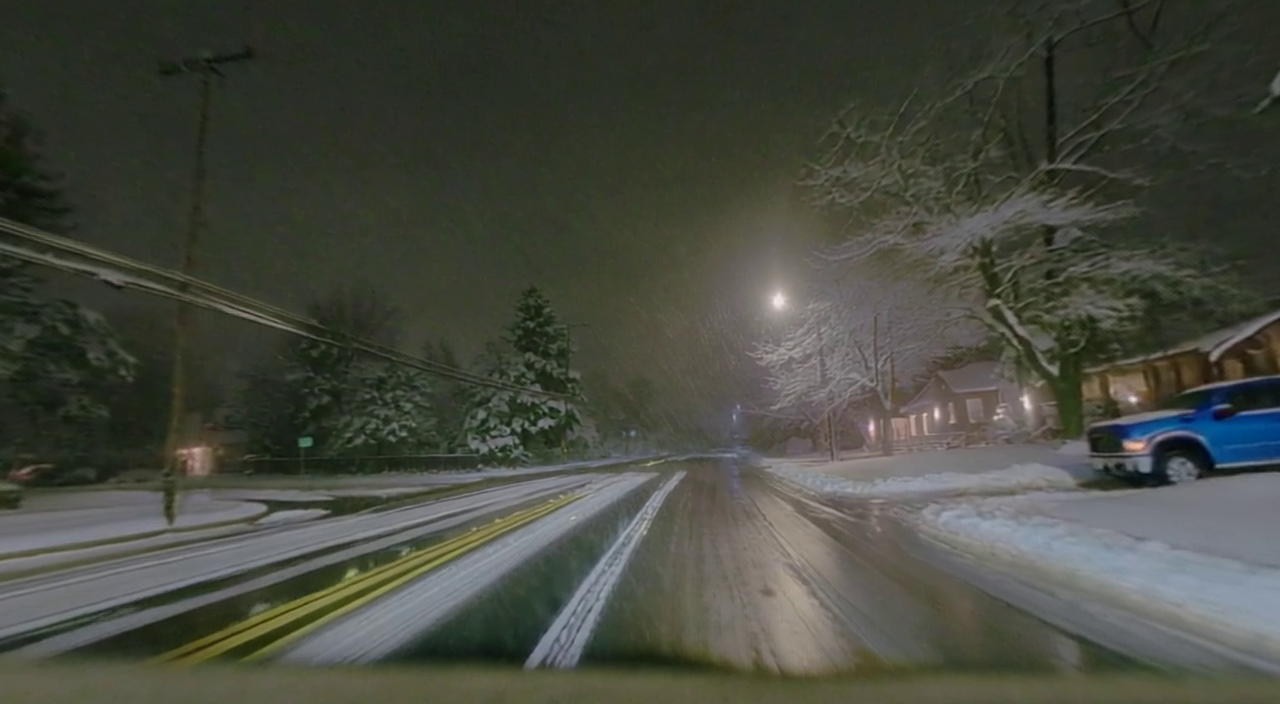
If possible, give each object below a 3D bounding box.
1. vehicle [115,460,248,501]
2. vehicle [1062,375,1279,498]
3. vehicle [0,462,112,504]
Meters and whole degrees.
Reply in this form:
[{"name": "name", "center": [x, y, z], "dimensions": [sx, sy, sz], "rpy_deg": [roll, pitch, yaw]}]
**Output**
[{"name": "vehicle", "center": [-19.106, 5.354, 26.373], "dimensions": [4.270, 1.481, 1.972], "rpy_deg": [-4, -9, 9]}, {"name": "vehicle", "center": [11.362, 1.343, 11.326], "dimensions": [5.704, 1.788, 2.095], "rpy_deg": [-7, -8, 8]}, {"name": "vehicle", "center": [-25.897, 5.655, 27.154], "dimensions": [4.751, 1.489, 2.052], "rpy_deg": [-4, -8, 7]}]
